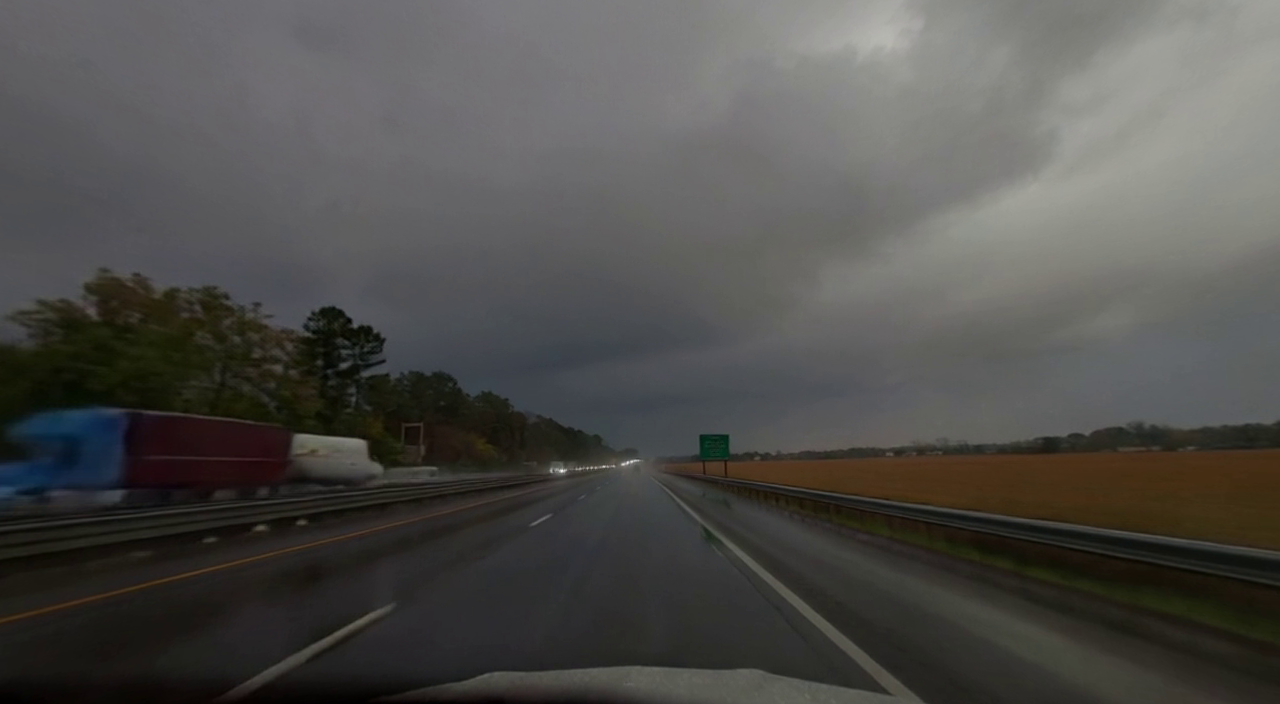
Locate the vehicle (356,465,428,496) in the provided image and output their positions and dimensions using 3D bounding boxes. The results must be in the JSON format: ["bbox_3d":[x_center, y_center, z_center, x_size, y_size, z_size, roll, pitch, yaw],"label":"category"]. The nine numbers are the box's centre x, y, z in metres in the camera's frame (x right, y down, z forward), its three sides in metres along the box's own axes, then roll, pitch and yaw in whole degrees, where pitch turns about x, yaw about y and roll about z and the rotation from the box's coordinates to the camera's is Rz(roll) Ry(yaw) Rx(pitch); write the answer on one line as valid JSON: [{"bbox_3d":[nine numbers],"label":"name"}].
[{"bbox_3d":[-12.370,6.419,31.730,1.957,1.404,3.956,1,-10,1],"label":"vehicle"}]

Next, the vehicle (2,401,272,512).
[{"bbox_3d":[-16.685,3.677,21.944,2.913,3.149,7.507,1,-10,1],"label":"vehicle"}]
